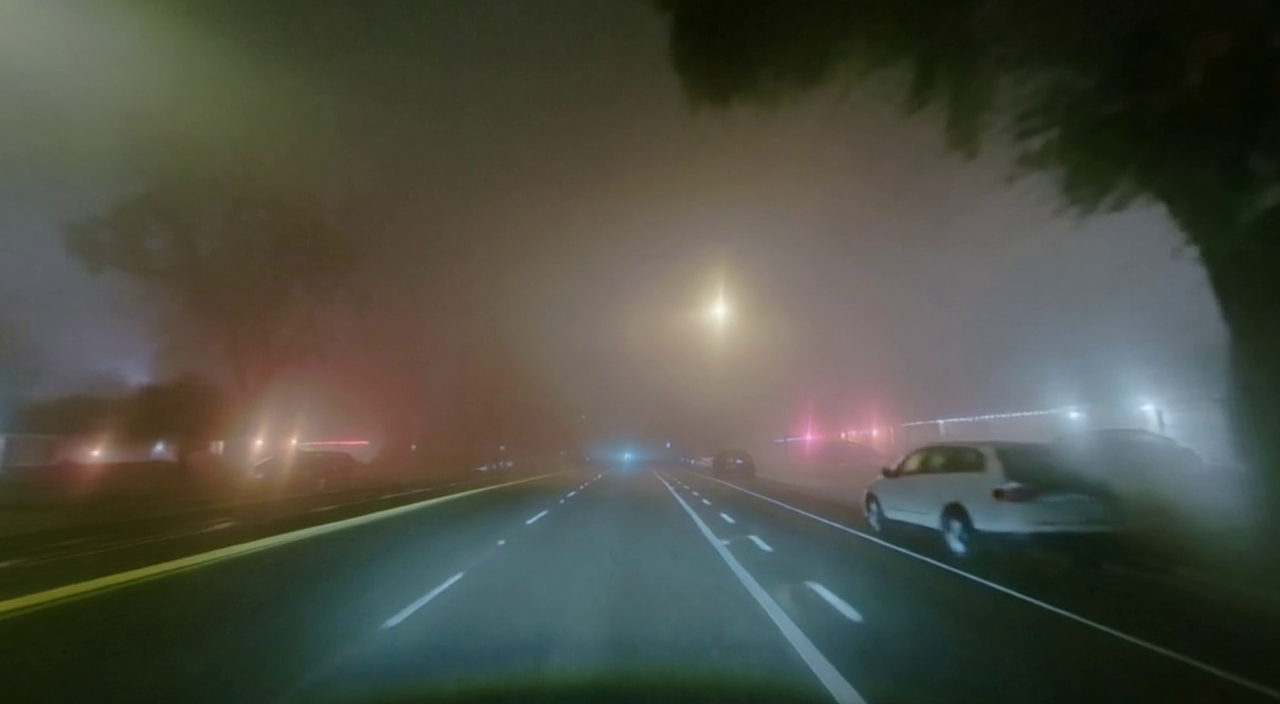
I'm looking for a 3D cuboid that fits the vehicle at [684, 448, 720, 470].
[{"bbox_3d":[4.653,8.094,47.883,2.035,1.498,4.910,0,-9,-2],"label":"vehicle"}]

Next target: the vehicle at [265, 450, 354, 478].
[{"bbox_3d":[-20.934,7.099,40.125,4.534,1.536,1.952,1,-8,0],"label":"vehicle"}]

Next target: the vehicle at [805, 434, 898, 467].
[{"bbox_3d":[12.739,5.999,38.329,4.850,1.610,1.980,-5,-9,3],"label":"vehicle"}]

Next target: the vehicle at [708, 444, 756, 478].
[{"bbox_3d":[4.777,5.761,33.310,1.934,1.546,5.009,2,-10,2],"label":"vehicle"}]

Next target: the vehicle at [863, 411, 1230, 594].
[{"bbox_3d":[5.040,1.905,8.934,2.082,1.763,4.718,3,-9,0],"label":"vehicle"}]
